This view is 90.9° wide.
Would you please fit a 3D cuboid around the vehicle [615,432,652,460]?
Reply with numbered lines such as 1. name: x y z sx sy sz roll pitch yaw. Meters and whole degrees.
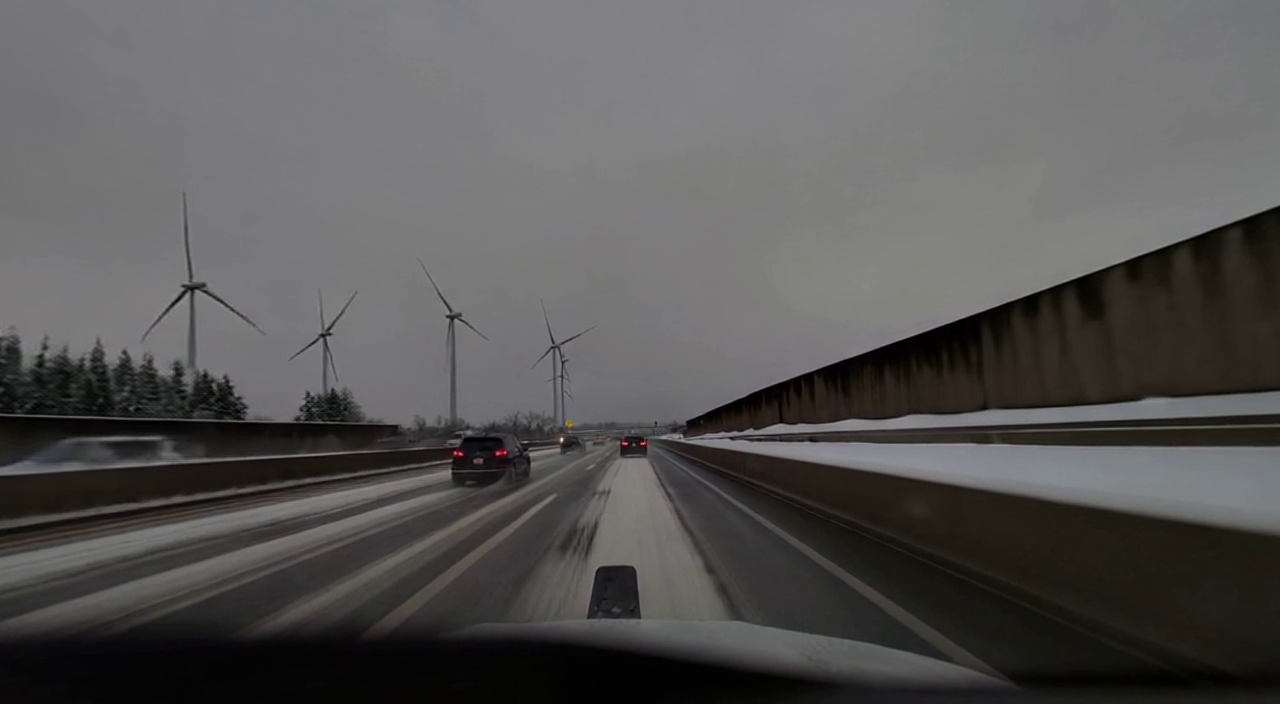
1. vehicle: -0.392 5.437 36.519 2.027 1.550 3.607 0 -8 -1

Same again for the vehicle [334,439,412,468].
1. vehicle: -14.335 5.475 34.210 2.097 1.420 5.005 0 -8 -1

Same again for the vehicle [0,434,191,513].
1. vehicle: -13.907 2.783 15.227 2.239 1.551 5.272 0 -8 -1

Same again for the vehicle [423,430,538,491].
1. vehicle: -4.270 2.969 17.744 1.998 1.468 4.635 0 -8 0

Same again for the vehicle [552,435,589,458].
1. vehicle: -4.558 6.283 42.029 2.059 1.436 3.802 0 -8 -1
